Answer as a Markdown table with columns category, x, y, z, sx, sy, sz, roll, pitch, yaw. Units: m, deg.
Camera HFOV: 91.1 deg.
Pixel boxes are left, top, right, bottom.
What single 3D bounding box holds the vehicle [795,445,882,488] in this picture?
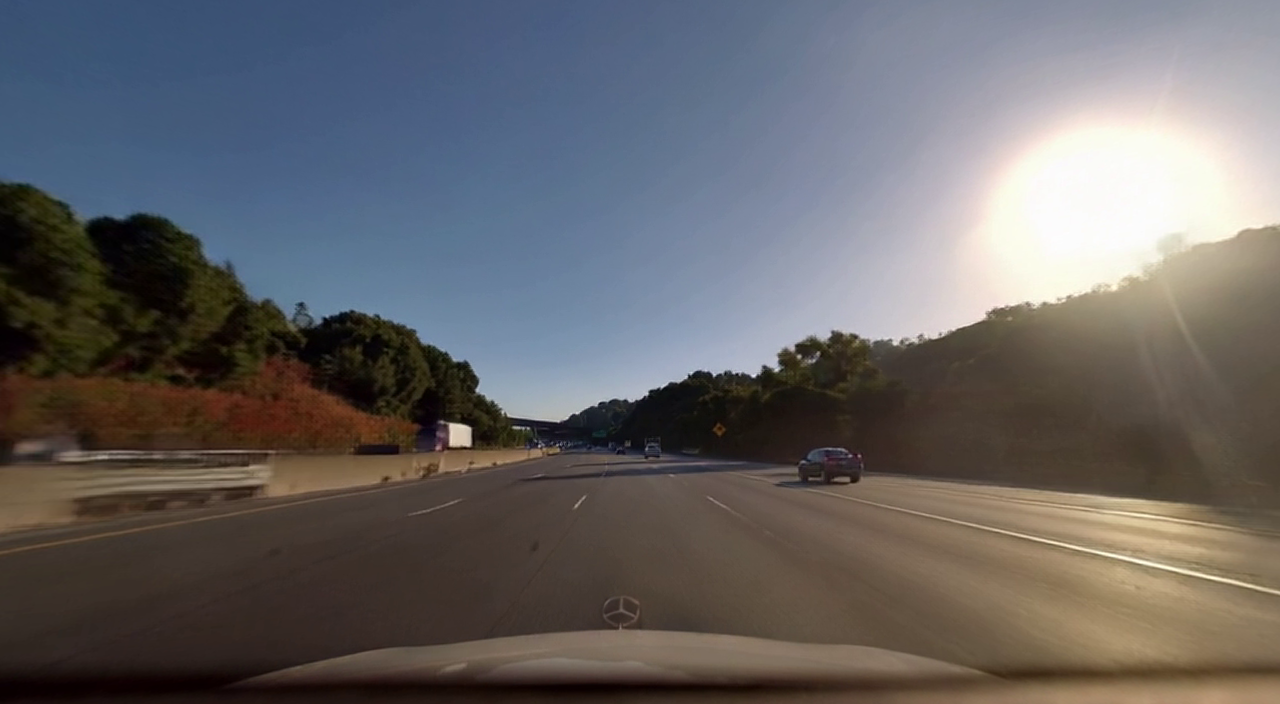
| category | x | y | z | sx | sy | sz | roll | pitch | yaw |
| --- | --- | --- | --- | --- | --- | --- | --- | --- | --- |
| vehicle | 7.402 | 4.311 | 23.890 | 1.942 | 1.462 | 3.926 | 0 | -9 | -1 |
